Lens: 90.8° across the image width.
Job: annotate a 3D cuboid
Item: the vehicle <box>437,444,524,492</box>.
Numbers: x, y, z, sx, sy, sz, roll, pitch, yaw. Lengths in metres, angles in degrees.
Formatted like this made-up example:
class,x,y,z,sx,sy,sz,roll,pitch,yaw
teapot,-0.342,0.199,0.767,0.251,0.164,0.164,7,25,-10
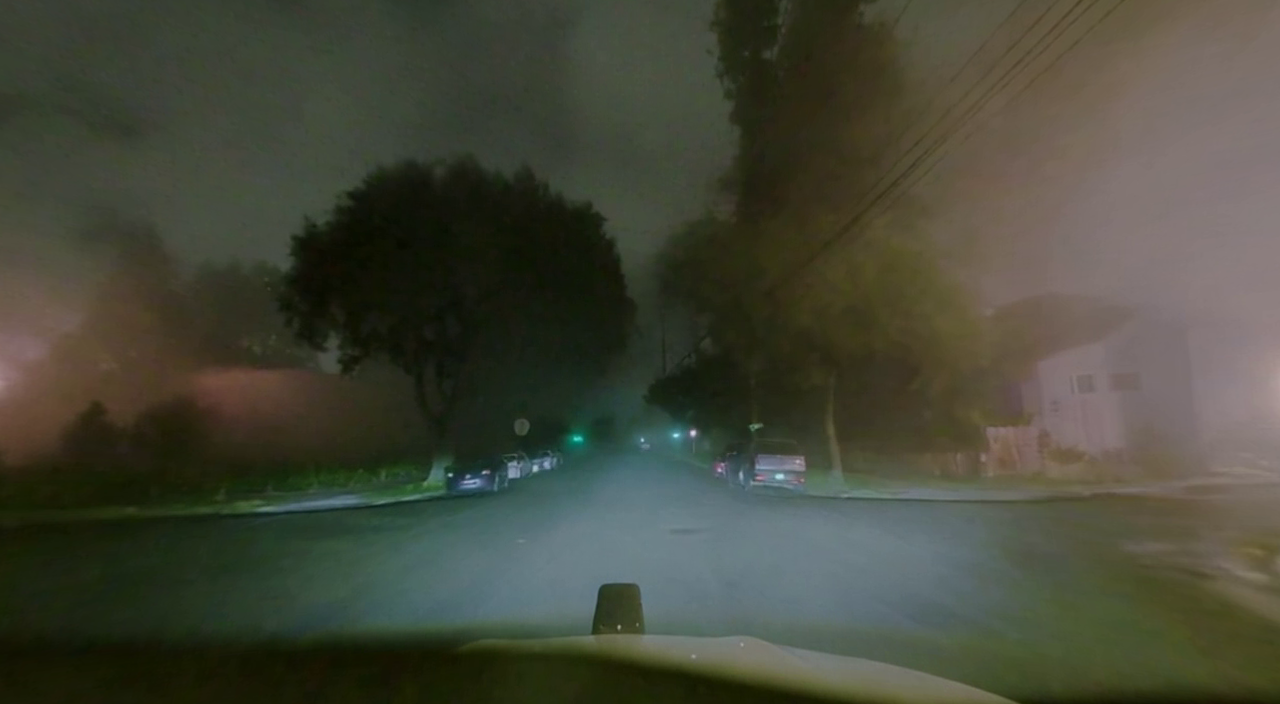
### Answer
class,x,y,z,sx,sy,sz,roll,pitch,yaw
vehicle,-6.136,4.486,25.050,2.094,1.433,5.740,-4,-7,-2

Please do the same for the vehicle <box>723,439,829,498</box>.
class,x,y,z,sx,sy,sz,roll,pitch,yaw
vehicle,4.008,3.513,19.646,2.144,1.572,5.026,0,-8,0

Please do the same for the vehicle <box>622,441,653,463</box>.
class,x,y,z,sx,sy,sz,roll,pitch,yaw
vehicle,-0.230,7.131,45.166,2.062,1.509,4.305,0,-8,-1

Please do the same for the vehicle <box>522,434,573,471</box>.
class,x,y,z,sx,sy,sz,roll,pitch,yaw
vehicle,-6.011,6.530,41.627,2.284,2.119,5.984,-3,-7,1
